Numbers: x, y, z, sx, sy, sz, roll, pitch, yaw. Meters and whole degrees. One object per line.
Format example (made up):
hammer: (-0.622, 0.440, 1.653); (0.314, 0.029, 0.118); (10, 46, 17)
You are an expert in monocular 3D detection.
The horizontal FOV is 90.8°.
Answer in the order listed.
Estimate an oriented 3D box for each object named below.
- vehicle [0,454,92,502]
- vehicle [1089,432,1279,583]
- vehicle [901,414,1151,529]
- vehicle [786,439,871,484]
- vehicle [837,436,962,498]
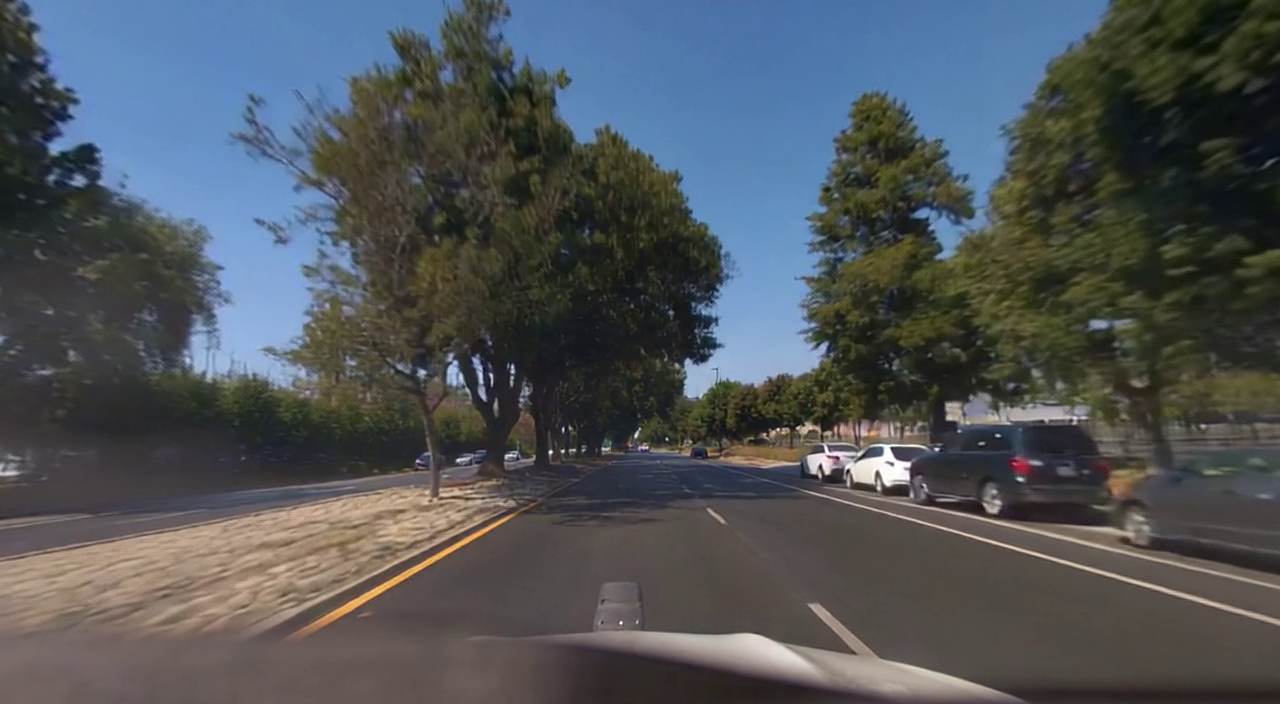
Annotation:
vehicle: (-27.688, 5.568, 28.245); (2.180, 1.915, 5.140); (1, -9, -7)
vehicle: (7.340, 1.565, 6.448); (1.975, 1.479, 4.632); (0, -8, -2)
vehicle: (7.371, 2.319, 12.838); (1.998, 1.873, 4.659); (0, -8, -1)
vehicle: (7.197, 4.223, 24.638); (1.838, 1.554, 4.607); (0, -8, -1)
vehicle: (7.426, 3.317, 18.608); (1.773, 1.575, 4.168); (0, -8, -2)
